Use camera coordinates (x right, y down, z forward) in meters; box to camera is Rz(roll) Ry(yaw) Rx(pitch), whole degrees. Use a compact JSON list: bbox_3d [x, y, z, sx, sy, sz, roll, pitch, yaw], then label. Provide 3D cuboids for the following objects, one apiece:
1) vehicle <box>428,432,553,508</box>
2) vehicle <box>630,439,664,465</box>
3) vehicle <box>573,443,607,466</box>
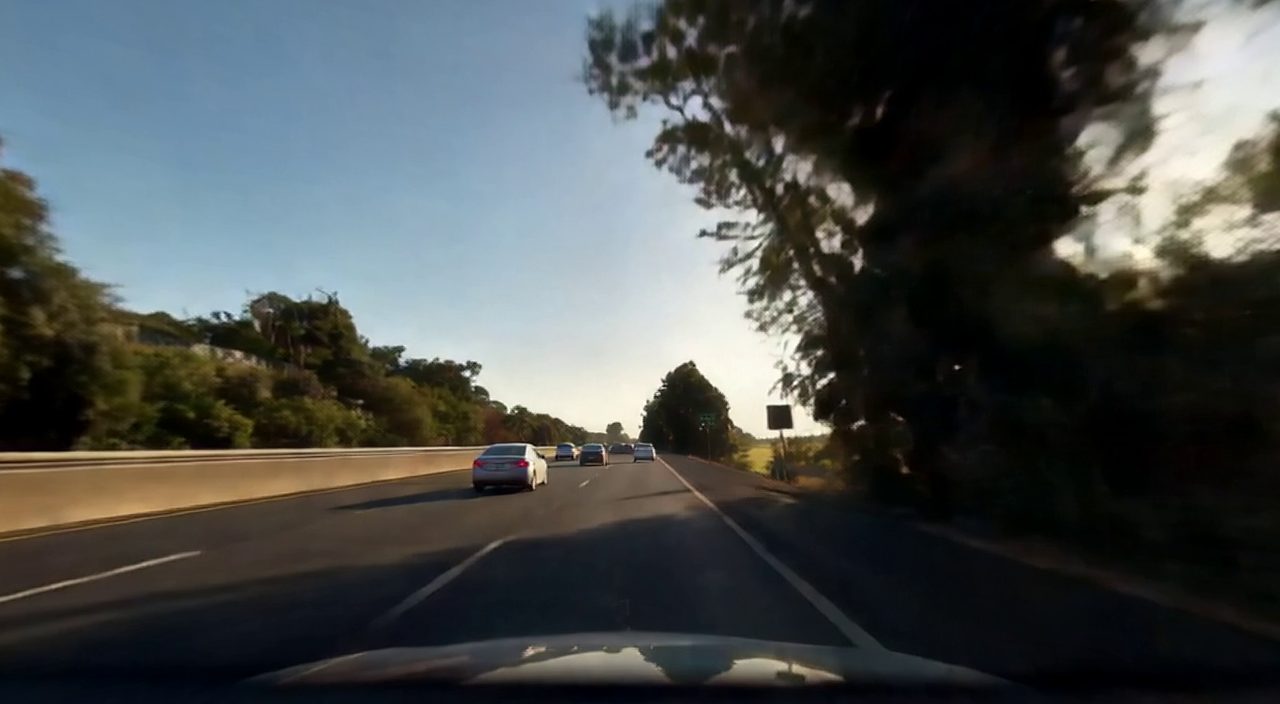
[{"bbox_3d":[-3.604,2.923,16.120,2.028,1.634,4.441,0,-8,1],"label":"vehicle"},{"bbox_3d":[0.448,7.096,44.800,2.259,1.697,4.106,0,-8,-1],"label":"vehicle"},{"bbox_3d":[-3.485,7.202,44.435,2.066,1.497,4.253,0,-8,0],"label":"vehicle"}]
